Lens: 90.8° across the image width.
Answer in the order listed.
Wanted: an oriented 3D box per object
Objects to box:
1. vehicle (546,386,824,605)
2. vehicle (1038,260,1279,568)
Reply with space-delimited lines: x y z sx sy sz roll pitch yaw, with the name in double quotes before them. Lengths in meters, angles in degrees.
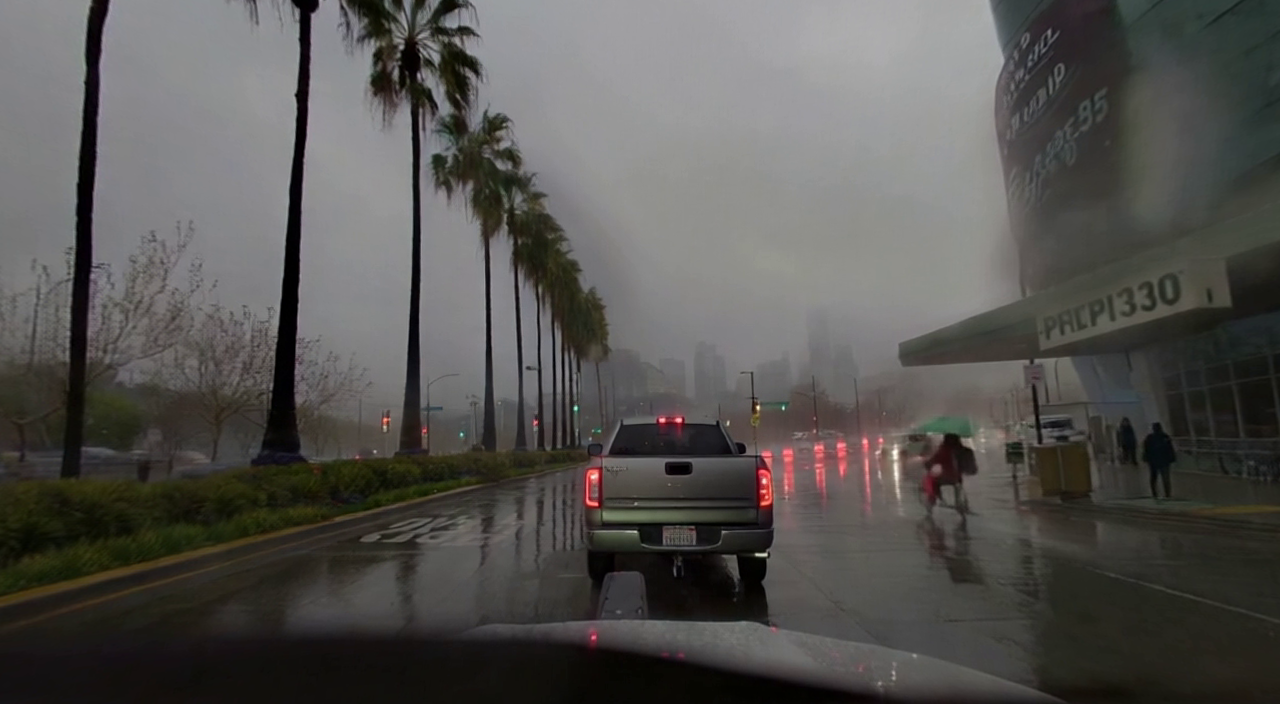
"vehicle" 0.403 1.589 7.980 2.311 1.819 5.255 0 -8 1
"vehicle" 7.903 0.871 8.599 2.666 3.345 3.622 -1 -9 7
